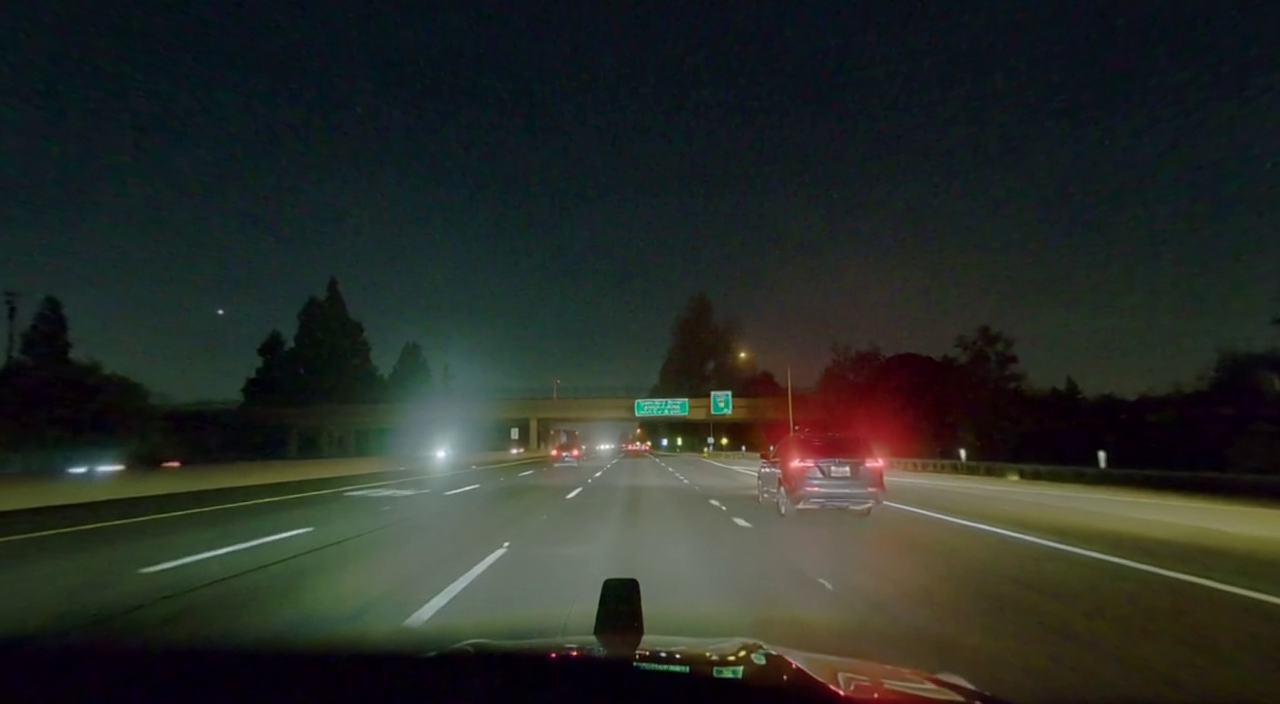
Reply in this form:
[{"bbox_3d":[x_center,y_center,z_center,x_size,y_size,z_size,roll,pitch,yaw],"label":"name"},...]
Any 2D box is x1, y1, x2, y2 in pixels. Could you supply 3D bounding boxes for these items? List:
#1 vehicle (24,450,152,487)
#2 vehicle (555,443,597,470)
[{"bbox_3d":[-24.800,5.230,28.647,1.790,1.470,4.430,0,-8,0],"label":"vehicle"},{"bbox_3d":[-3.846,6.402,38.847,2.091,1.544,4.409,0,-8,1],"label":"vehicle"}]
